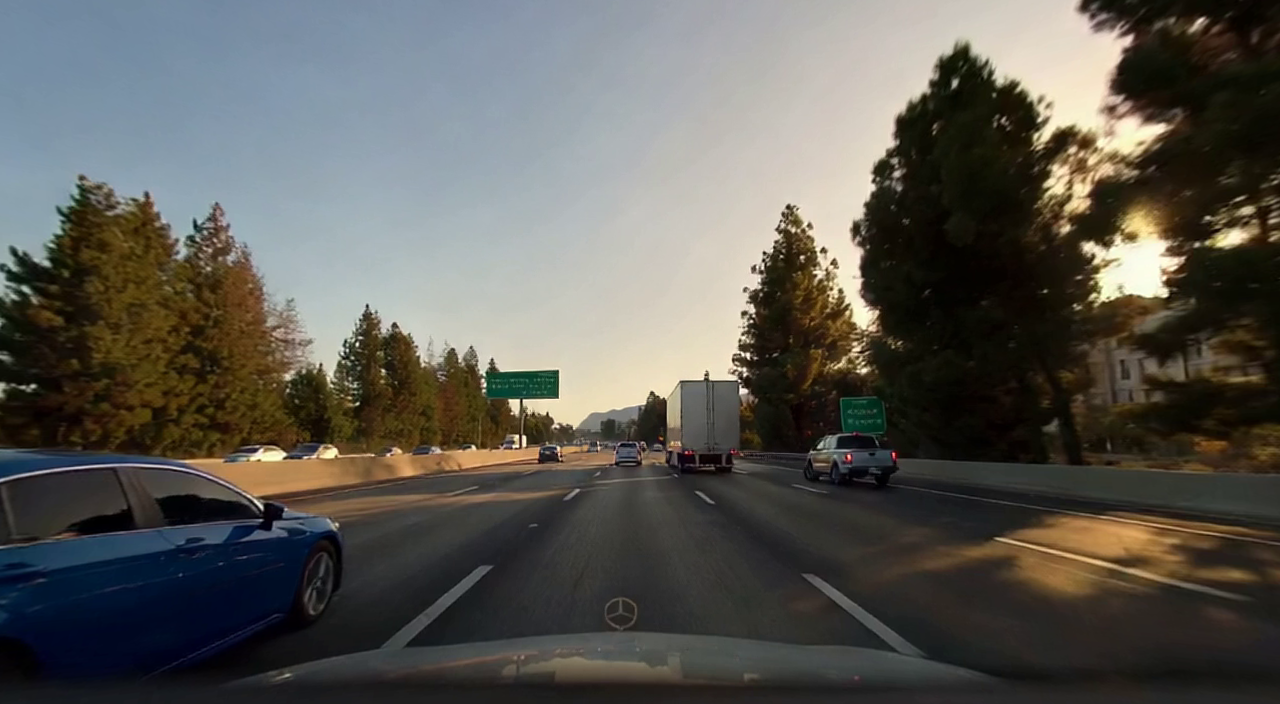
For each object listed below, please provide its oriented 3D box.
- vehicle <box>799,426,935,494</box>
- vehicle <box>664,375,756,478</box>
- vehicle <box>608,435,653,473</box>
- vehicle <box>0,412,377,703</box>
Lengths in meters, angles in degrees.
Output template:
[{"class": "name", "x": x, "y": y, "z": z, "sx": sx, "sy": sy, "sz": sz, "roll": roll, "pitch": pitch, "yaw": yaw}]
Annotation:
[{"class": "vehicle", "x": 6.741, "y": 3.302, "z": 19.631, "sx": 2.106, "sy": 1.795, "sz": 5.489, "roll": 0, "pitch": -9, "yaw": -1}, {"class": "vehicle", "x": 3.029, "y": 4.086, "z": 32.531, "sx": 2.876, "sy": 4.086, "sz": 15.117, "roll": 0, "pitch": -9, "yaw": -1}, {"class": "vehicle", "x": -0.481, "y": 5.291, "z": 32.847, "sx": 2.203, "sy": 1.805, "sz": 4.358, "roll": 0, "pitch": -9, "yaw": -1}, {"class": "vehicle", "x": -3.031, "y": 1.012, "z": 2.723, "sx": 1.864, "sy": 1.406, "sz": 4.544, "roll": 0, "pitch": -9, "yaw": 0}]
